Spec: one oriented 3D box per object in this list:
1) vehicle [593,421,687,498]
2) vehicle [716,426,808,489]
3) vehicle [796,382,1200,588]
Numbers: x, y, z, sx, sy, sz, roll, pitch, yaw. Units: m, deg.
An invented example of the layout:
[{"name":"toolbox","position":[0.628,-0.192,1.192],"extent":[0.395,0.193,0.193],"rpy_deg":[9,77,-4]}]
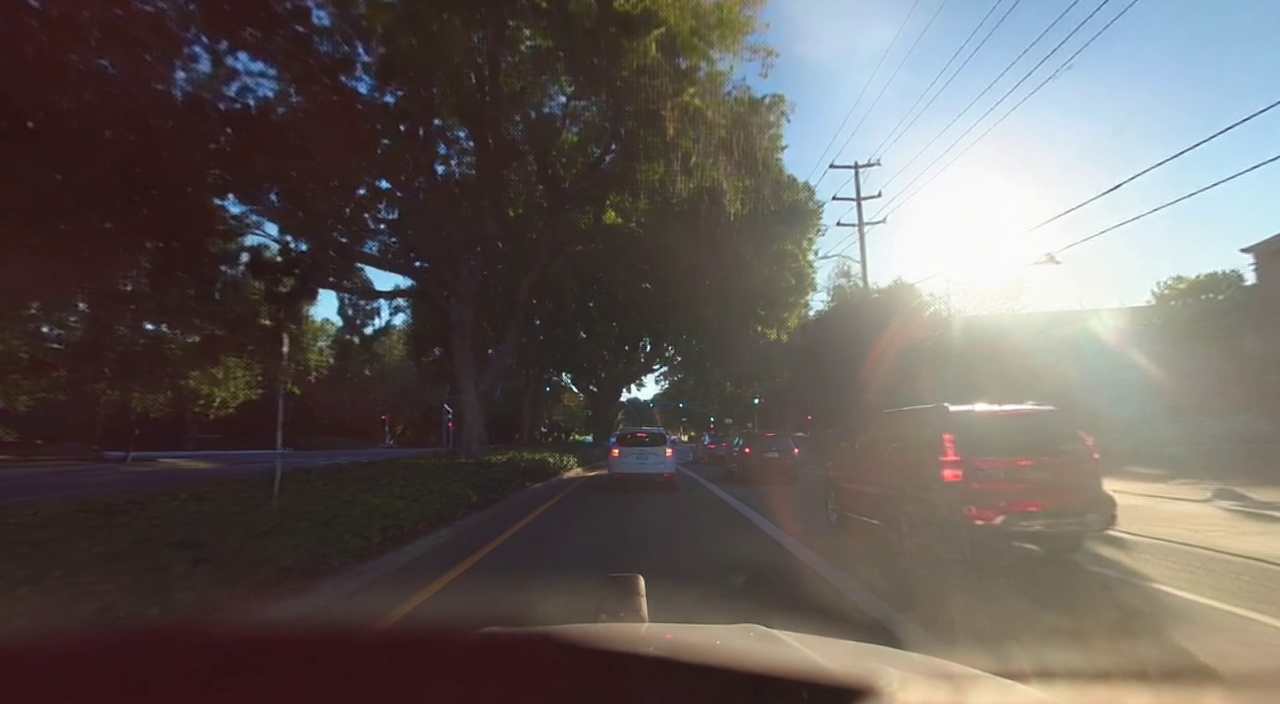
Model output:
[{"name":"vehicle","position":[-0.029,2.762,16.607],"extent":[2.163,1.746,4.073],"rpy_deg":[0,-8,-1]},{"name":"vehicle","position":[3.500,3.102,18.793],"extent":[1.923,1.653,3.703],"rpy_deg":[0,-8,-1]},{"name":"vehicle","position":[3.864,1.549,8.242],"extent":[2.254,1.840,4.918],"rpy_deg":[0,-8,-1]}]
